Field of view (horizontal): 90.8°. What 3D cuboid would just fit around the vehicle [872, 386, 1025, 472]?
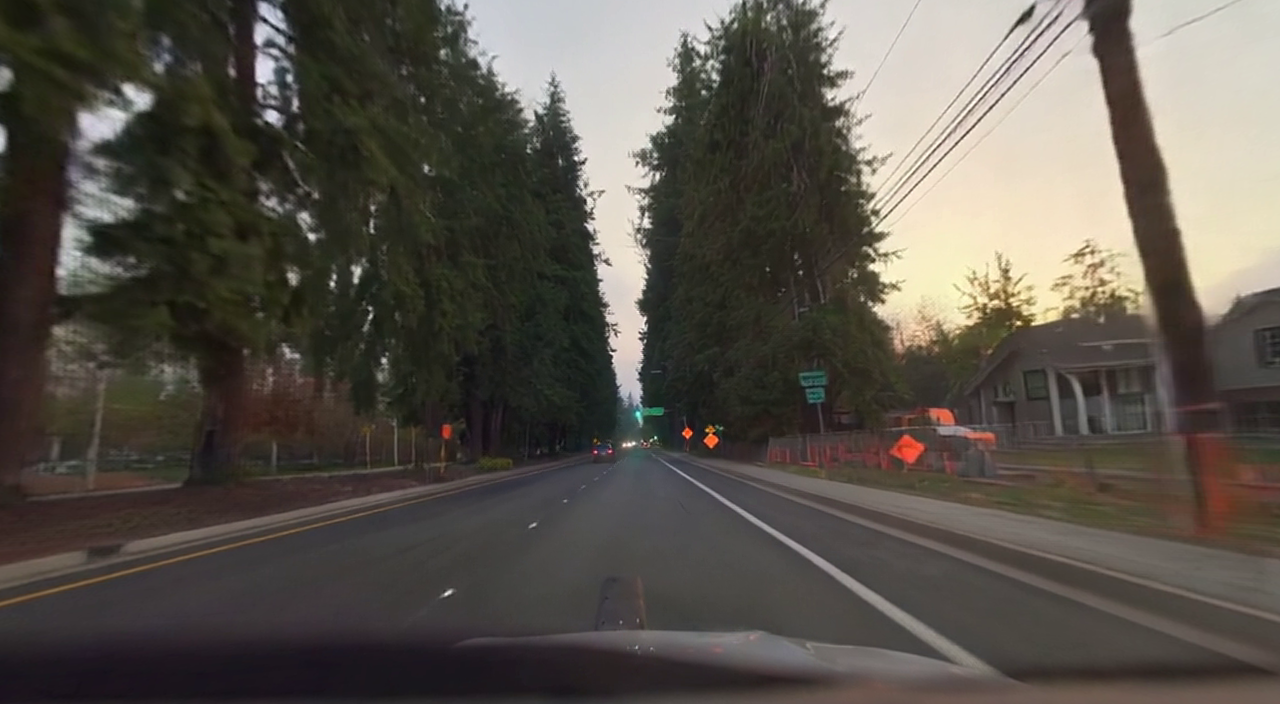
[{"bbox_3d":[14.719,3.929,31.328,2.889,3.610,9.347,0,-8,1],"label":"vehicle"}]
